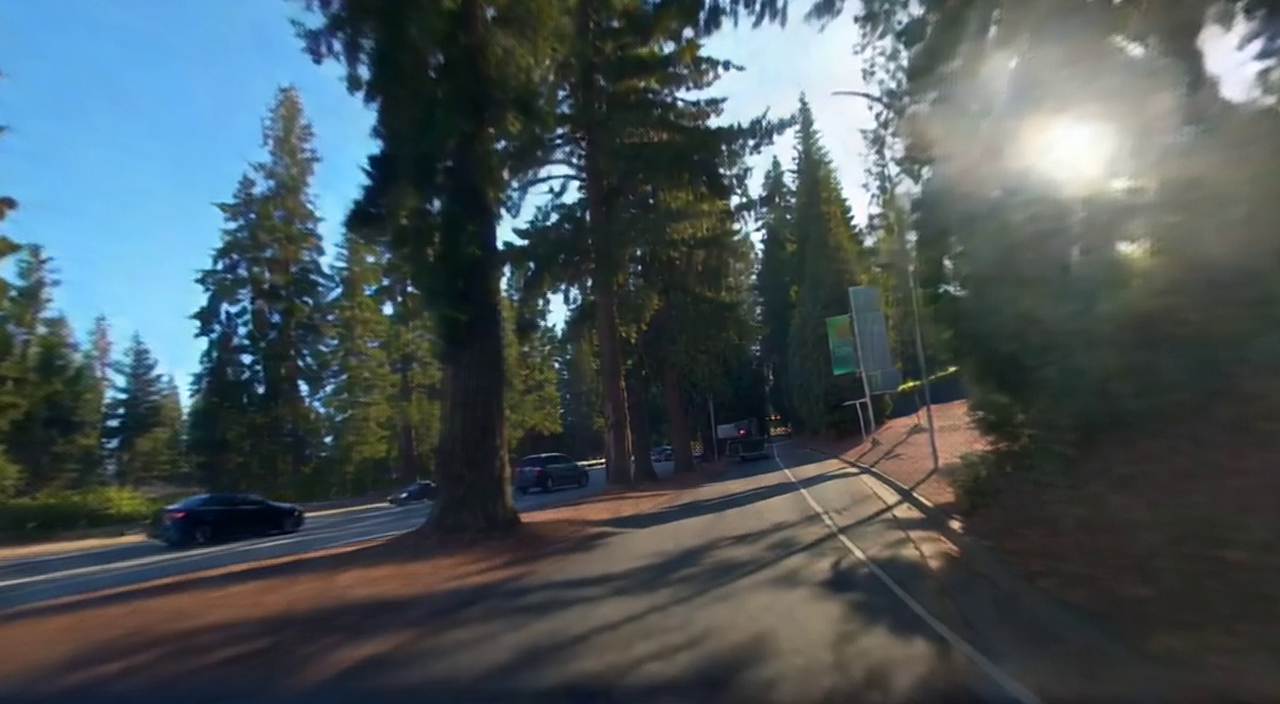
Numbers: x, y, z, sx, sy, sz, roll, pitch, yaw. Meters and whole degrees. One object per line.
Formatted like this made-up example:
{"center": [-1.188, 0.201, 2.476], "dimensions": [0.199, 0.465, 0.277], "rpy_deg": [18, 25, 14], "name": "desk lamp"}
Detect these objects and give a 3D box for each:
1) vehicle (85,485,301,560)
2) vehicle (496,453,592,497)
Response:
{"center": [-12.736, 4.826, 18.437], "dimensions": [1.886, 1.535, 4.742], "rpy_deg": [-4, -9, 24], "name": "vehicle"}
{"center": [-4.164, 5.414, 28.272], "dimensions": [2.049, 1.699, 4.860], "rpy_deg": [-4, -9, 21], "name": "vehicle"}
